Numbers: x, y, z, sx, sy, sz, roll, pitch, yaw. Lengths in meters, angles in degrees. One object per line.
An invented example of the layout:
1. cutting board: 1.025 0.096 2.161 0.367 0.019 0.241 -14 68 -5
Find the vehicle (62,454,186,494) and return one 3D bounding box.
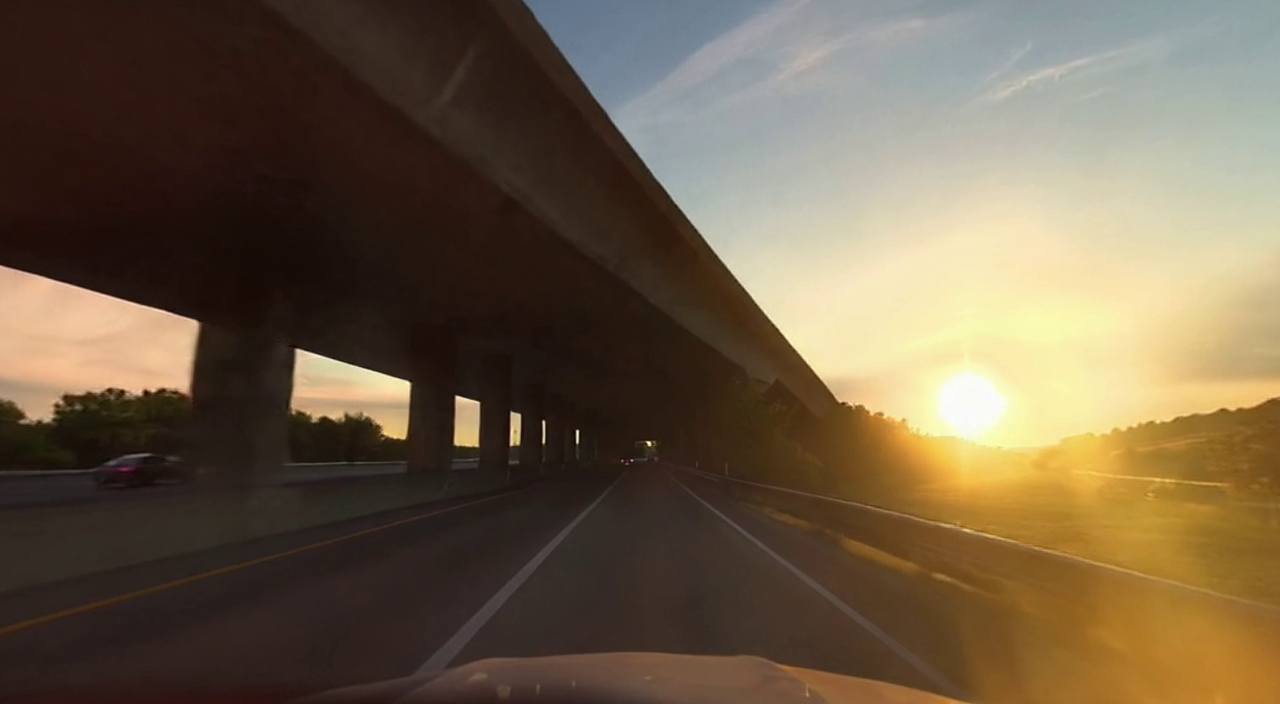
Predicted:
1. vehicle: -23.891 5.634 29.452 1.817 1.626 4.551 -1 -9 2
